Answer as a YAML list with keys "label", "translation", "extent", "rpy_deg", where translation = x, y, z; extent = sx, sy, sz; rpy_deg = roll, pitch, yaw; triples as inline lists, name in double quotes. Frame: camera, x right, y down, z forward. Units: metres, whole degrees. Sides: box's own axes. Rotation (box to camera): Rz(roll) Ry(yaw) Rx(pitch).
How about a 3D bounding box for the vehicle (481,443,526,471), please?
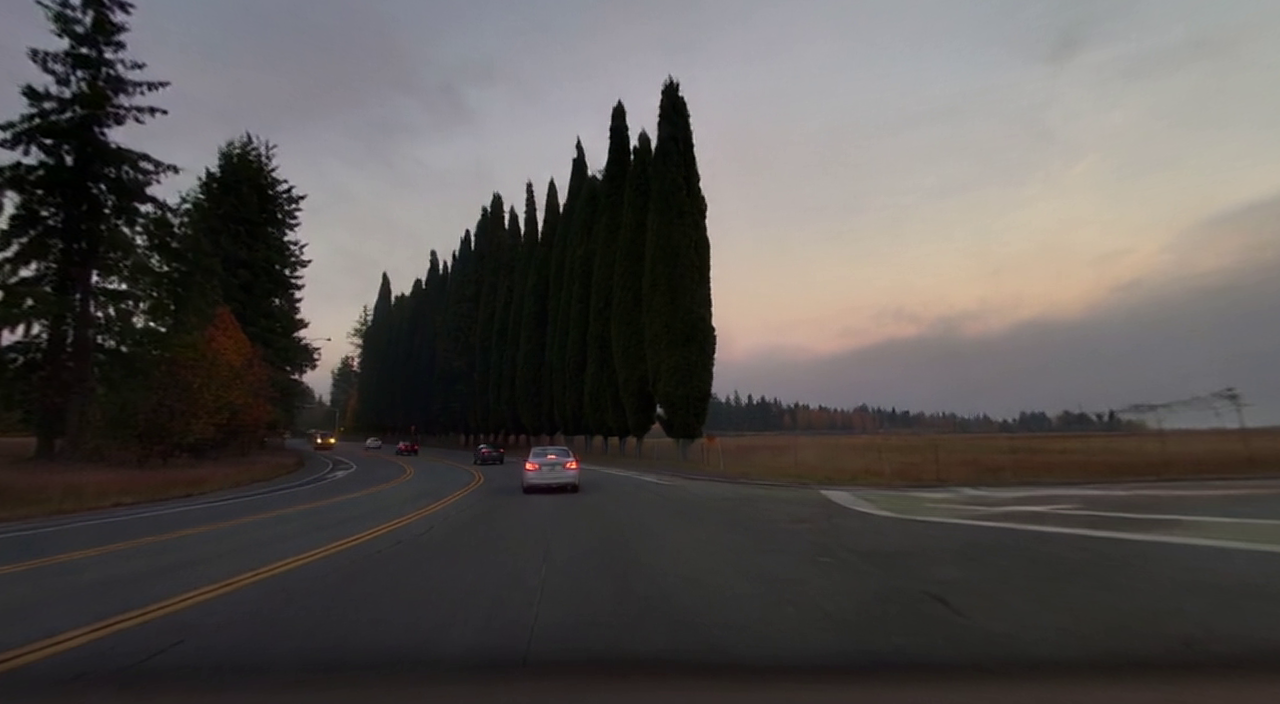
- label: "vehicle"
  translation: [-8.157, 6.185, 37.309]
  extent: [2.080, 1.530, 3.719]
  rpy_deg: [2, -9, -20]

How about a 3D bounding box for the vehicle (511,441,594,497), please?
- label: "vehicle"
  translation: [-2.807, 3.579, 19.641]
  extent: [2.296, 1.510, 4.068]
  rpy_deg: [1, -9, -11]
